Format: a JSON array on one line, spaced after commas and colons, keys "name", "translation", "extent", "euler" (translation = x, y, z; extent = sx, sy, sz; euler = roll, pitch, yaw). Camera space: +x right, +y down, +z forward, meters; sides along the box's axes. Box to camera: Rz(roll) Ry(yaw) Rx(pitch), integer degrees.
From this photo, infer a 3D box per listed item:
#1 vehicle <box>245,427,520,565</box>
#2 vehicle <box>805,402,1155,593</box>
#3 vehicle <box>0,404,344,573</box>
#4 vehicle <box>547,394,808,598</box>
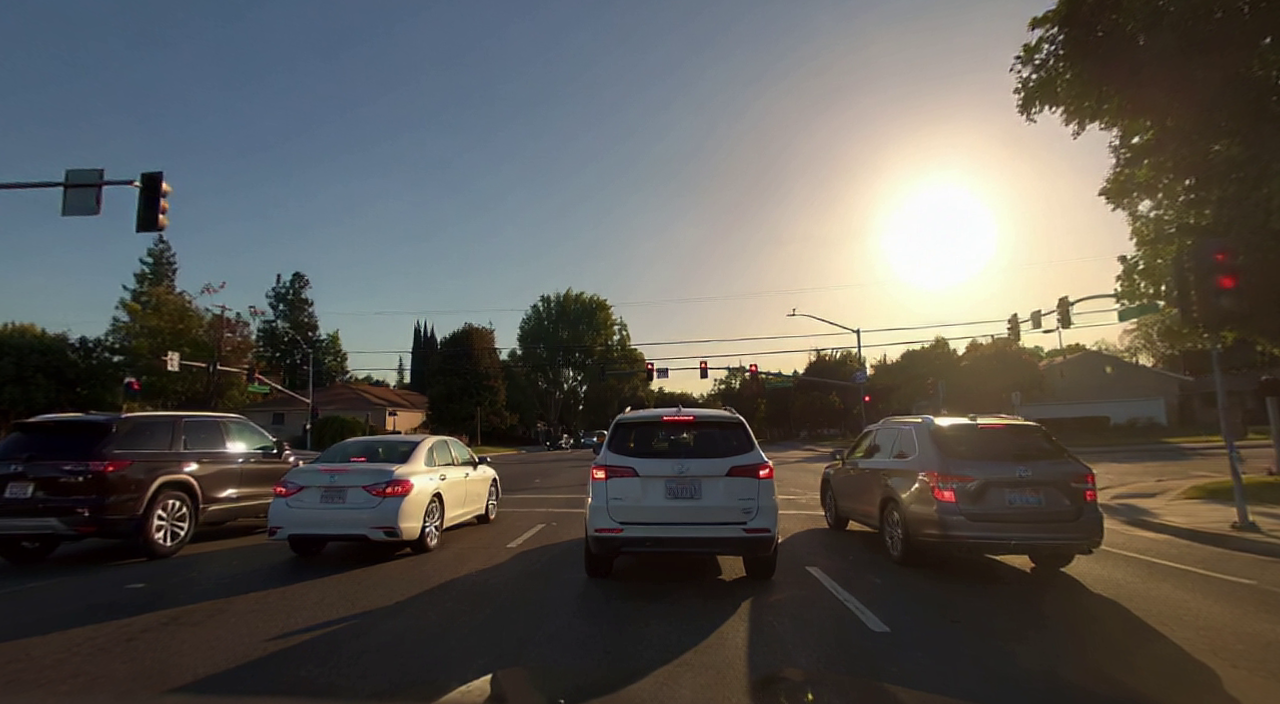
[{"name": "vehicle", "translation": [-3.239, 1.886, 9.106], "extent": [1.885, 1.475, 4.359], "euler": [-1, -8, 4]}, {"name": "vehicle", "translation": [3.525, 1.586, 7.741], "extent": [2.047, 1.638, 4.395], "euler": [-1, -8, 4]}, {"name": "vehicle", "translation": [-6.624, 1.825, 9.243], "extent": [2.075, 1.796, 4.785], "euler": [0, -8, 2]}, {"name": "vehicle", "translation": [0.390, 1.523, 7.497], "extent": [2.198, 1.708, 4.170], "euler": [0, -8, 2]}]
